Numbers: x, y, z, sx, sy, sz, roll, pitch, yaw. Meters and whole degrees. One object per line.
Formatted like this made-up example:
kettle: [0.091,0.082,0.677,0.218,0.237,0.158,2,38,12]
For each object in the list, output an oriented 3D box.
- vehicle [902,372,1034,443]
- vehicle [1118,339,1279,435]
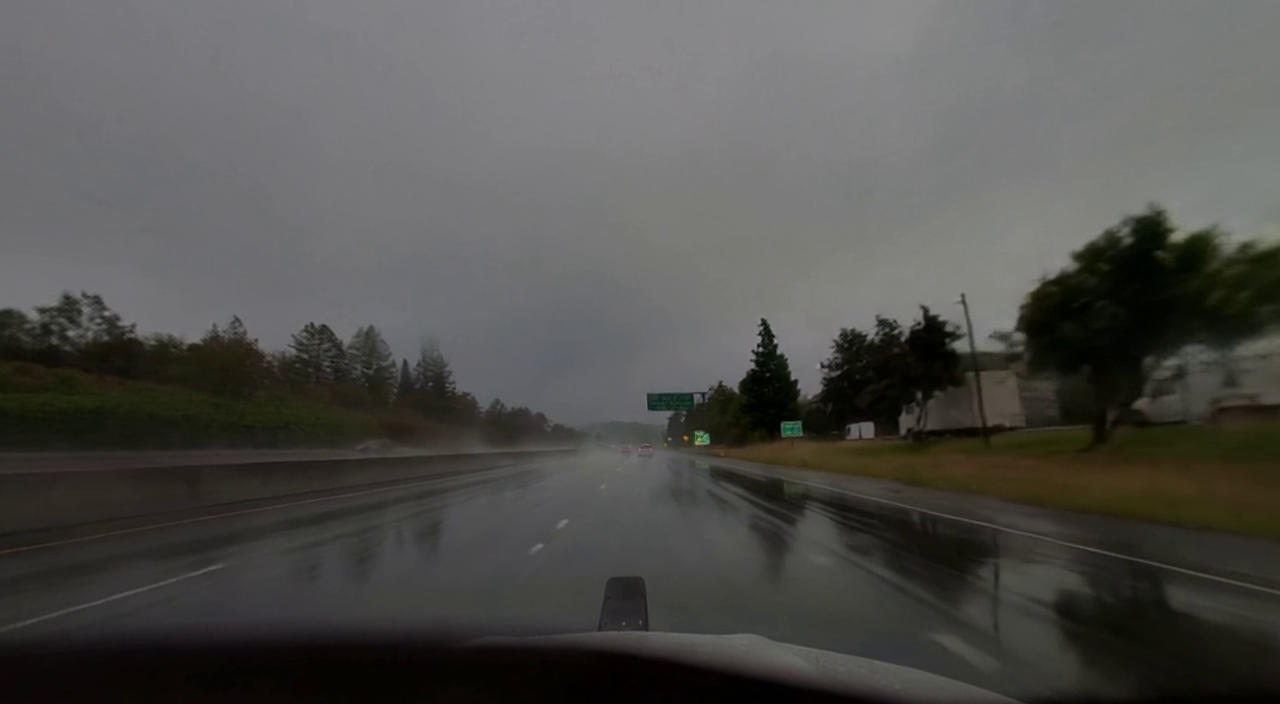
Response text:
vehicle: [17.195,3.162,33.850,2.821,3.355,7.583,0,-8,-1]
vehicle: [24.786,1.723,26.291,3.216,3.341,8.290,0,-8,1]
